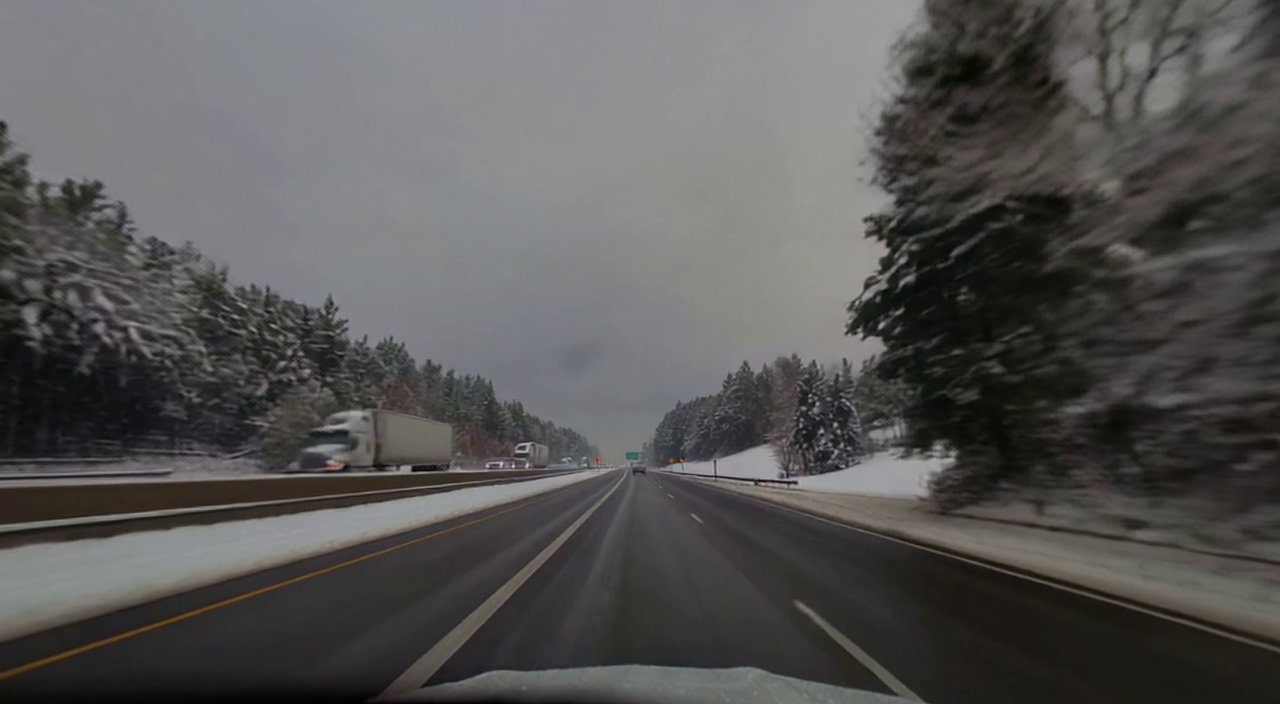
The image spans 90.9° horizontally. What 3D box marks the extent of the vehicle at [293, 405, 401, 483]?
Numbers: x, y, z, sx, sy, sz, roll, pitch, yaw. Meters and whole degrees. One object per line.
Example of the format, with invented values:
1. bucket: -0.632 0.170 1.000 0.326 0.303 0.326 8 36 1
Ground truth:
1. vehicle: -16.119 5.256 35.301 2.986 3.926 5.923 1 -10 0
